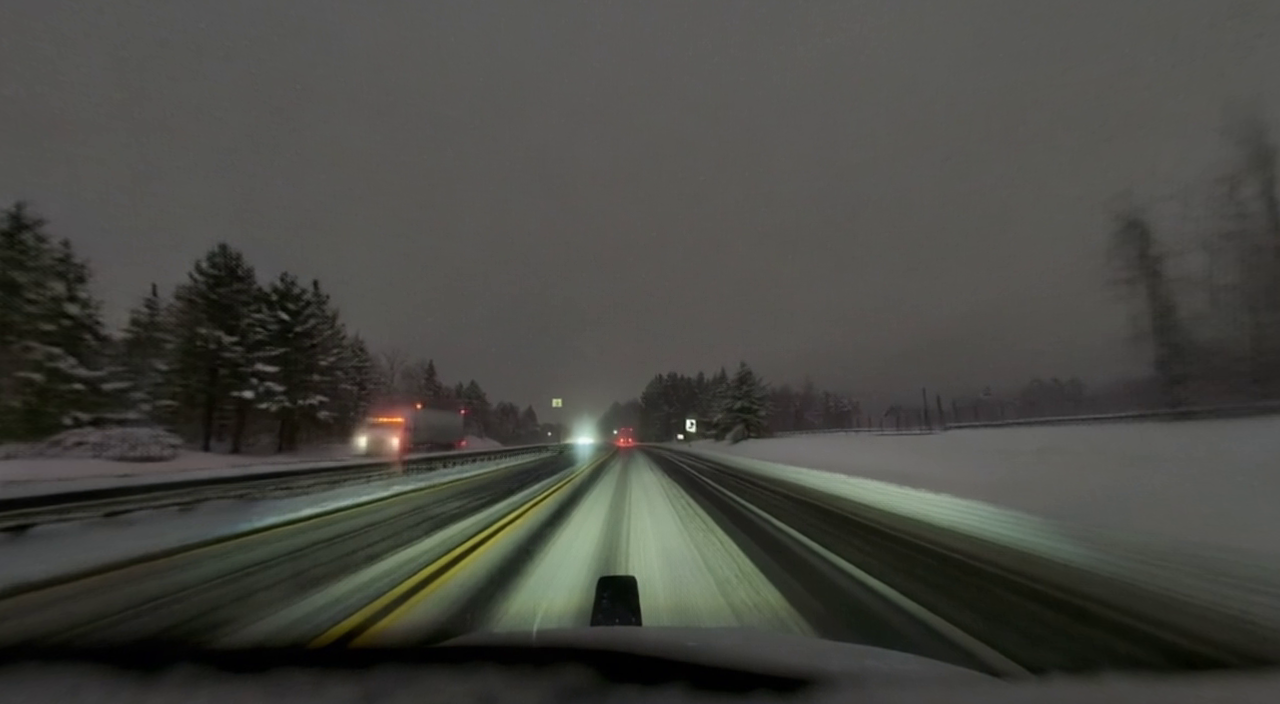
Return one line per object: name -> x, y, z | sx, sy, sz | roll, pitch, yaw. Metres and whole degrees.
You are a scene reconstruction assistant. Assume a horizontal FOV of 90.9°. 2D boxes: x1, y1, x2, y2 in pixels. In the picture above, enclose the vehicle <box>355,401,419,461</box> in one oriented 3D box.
vehicle -> -17.627, 5.553, 44.156 | 2.997, 4.001, 3.458 | 0, -8, -2
